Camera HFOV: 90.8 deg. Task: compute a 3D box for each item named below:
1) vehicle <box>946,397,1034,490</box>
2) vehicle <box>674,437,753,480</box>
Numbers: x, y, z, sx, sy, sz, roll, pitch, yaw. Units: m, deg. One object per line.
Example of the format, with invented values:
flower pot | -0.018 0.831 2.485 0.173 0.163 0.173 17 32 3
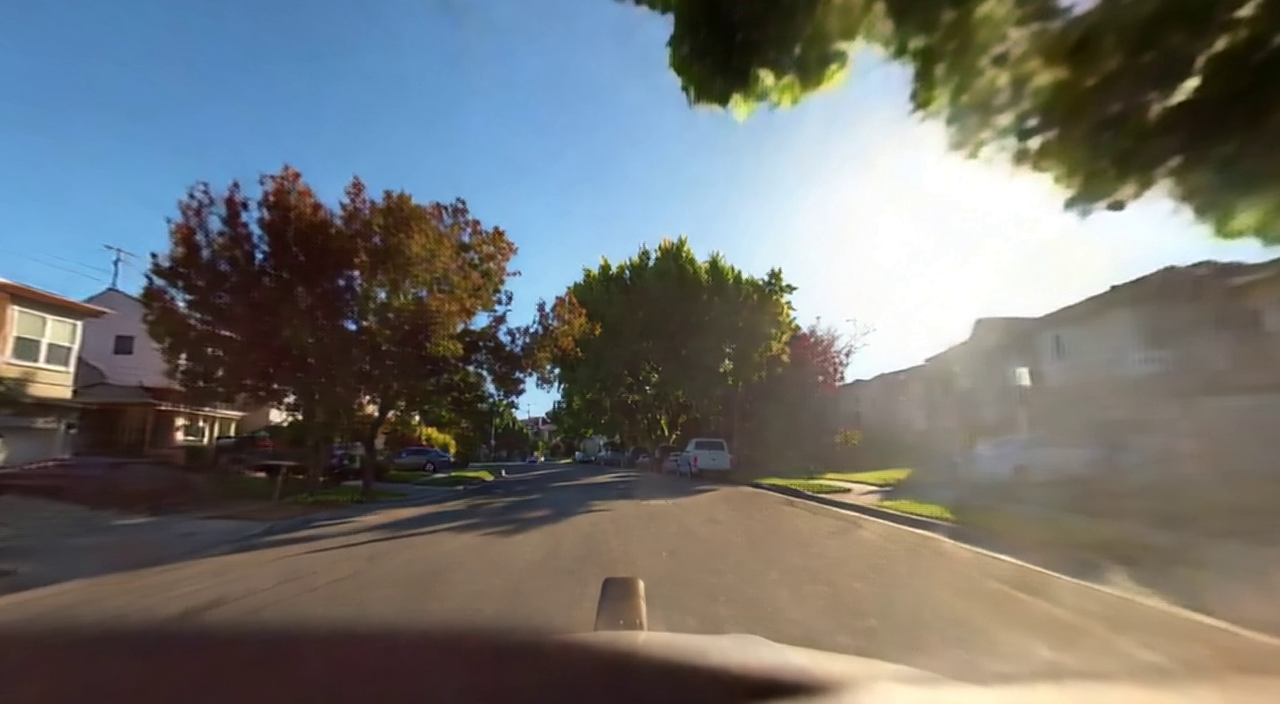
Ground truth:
vehicle | 9.678 2.529 17.463 1.820 2.366 1.453 -6 -11 35
vehicle | 3.559 5.339 31.940 2.715 1.900 6.163 2 -9 -5
